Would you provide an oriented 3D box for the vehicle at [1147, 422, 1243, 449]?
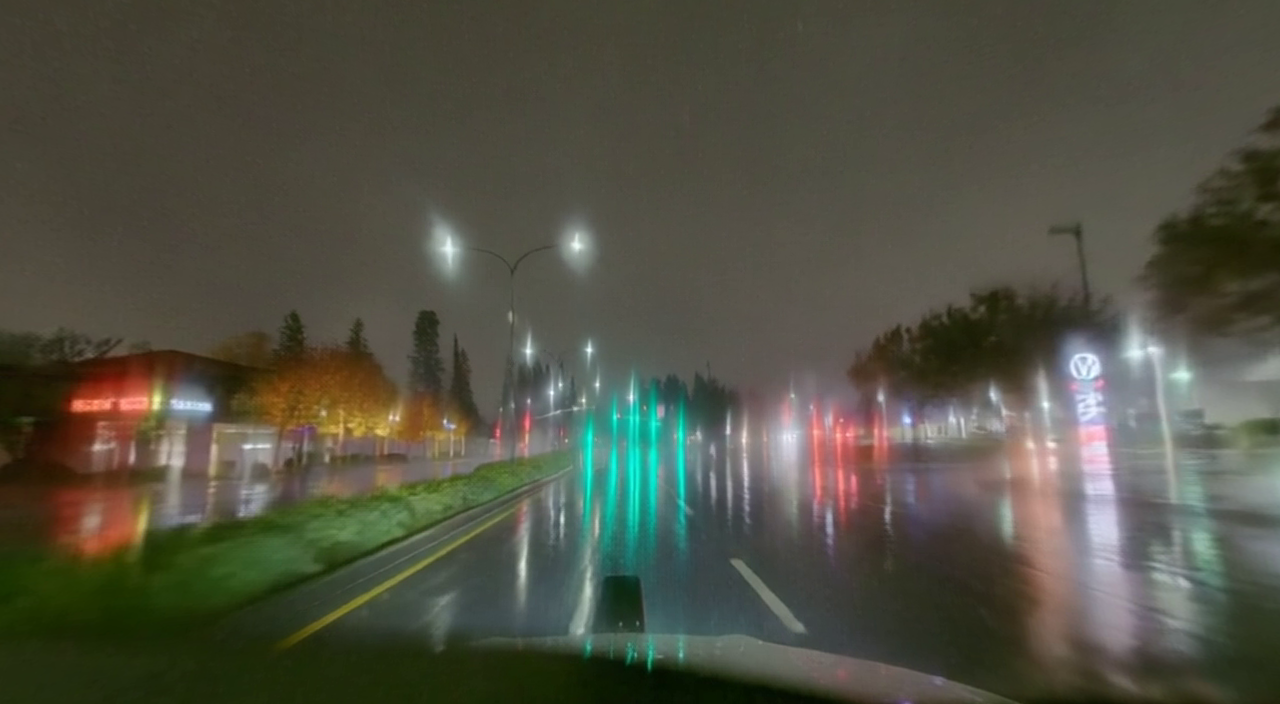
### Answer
[{"bbox_3d":[34.986,5.322,40.017,1.886,1.548,4.605,0,-9,-1],"label":"vehicle"}]

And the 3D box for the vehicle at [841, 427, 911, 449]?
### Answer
[{"bbox_3d":[18.500,6.756,49.692,4.688,1.658,1.950,0,-8,-2],"label":"vehicle"}]
